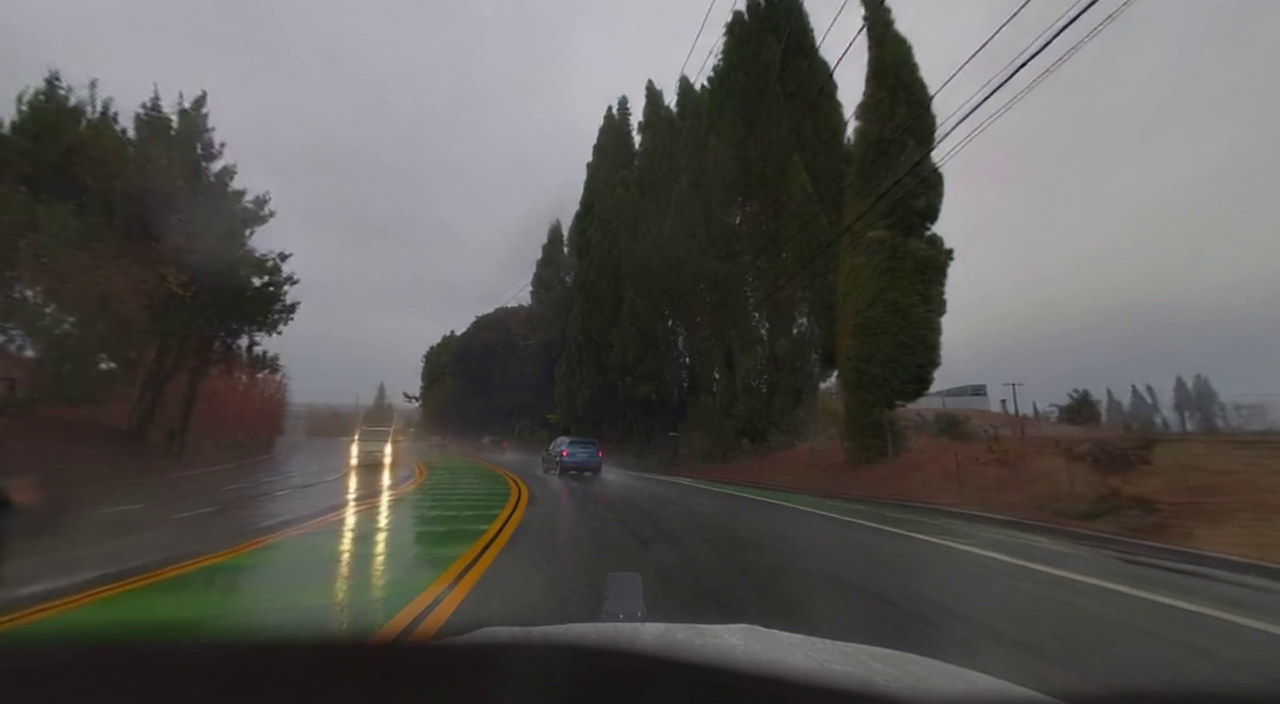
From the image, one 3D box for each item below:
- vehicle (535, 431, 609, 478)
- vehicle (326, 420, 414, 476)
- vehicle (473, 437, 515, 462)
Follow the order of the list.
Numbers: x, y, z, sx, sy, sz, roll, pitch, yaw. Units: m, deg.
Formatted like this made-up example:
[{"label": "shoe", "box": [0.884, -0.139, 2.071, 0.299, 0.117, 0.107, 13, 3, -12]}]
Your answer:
[{"label": "vehicle", "box": [-2.951, 4.287, 26.606, 2.140, 1.767, 4.720, 3, -9, -18]}, {"label": "vehicle", "box": [-10.995, 3.989, 26.293, 2.524, 2.051, 5.963, 2, -9, -15]}, {"label": "vehicle", "box": [-10.601, 7.022, 45.658, 2.075, 1.699, 4.520, 4, -9, -23]}]
